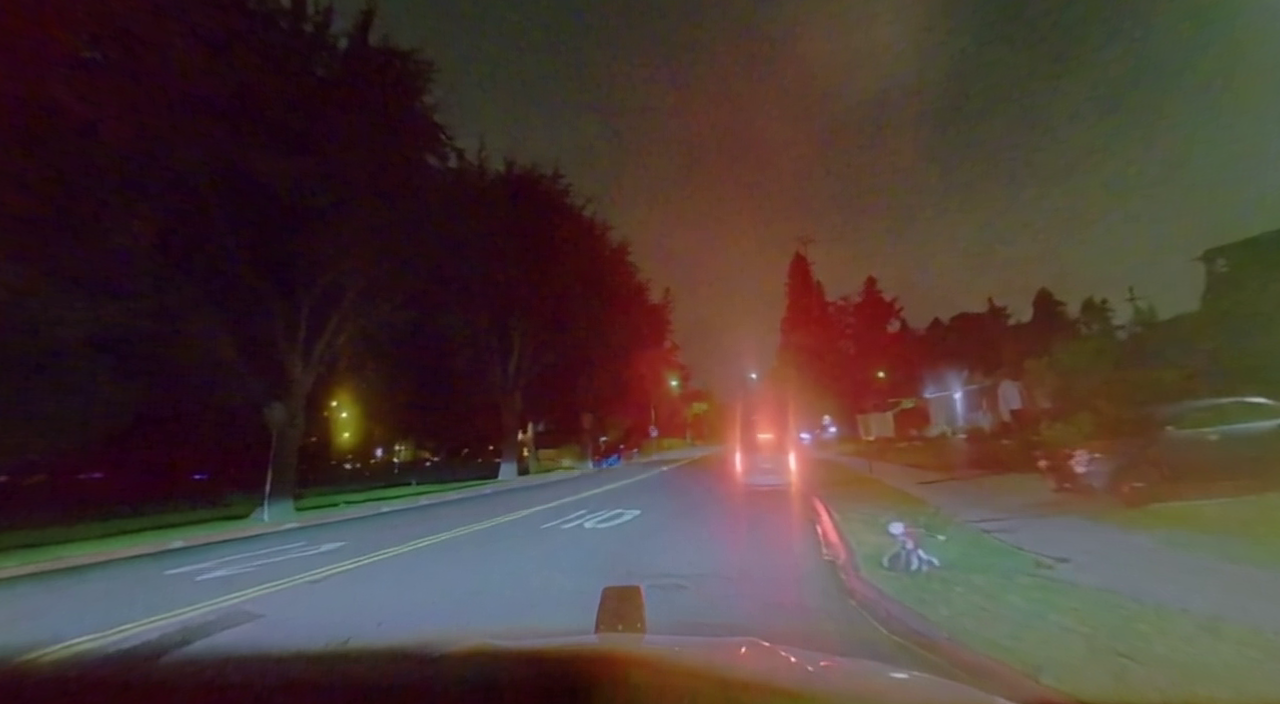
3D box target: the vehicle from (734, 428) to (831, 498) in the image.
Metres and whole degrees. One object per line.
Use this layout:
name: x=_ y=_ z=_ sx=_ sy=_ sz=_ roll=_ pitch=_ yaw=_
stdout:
vehicle: x=3.867 y=3.004 z=17.396 sx=2.242 sy=1.661 sz=4.273 roll=-2 pitch=-9 yaw=11

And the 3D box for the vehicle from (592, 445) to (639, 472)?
vehicle: x=-1.539 y=6.871 z=40.842 sx=2.033 sy=1.456 sz=4.370 roll=-7 pitch=-10 yaw=10

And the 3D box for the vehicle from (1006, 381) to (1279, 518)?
vehicle: x=8.345 y=1.372 z=9.195 sx=4.595 sy=1.620 sz=1.984 roll=-7 pitch=-10 yaw=14
